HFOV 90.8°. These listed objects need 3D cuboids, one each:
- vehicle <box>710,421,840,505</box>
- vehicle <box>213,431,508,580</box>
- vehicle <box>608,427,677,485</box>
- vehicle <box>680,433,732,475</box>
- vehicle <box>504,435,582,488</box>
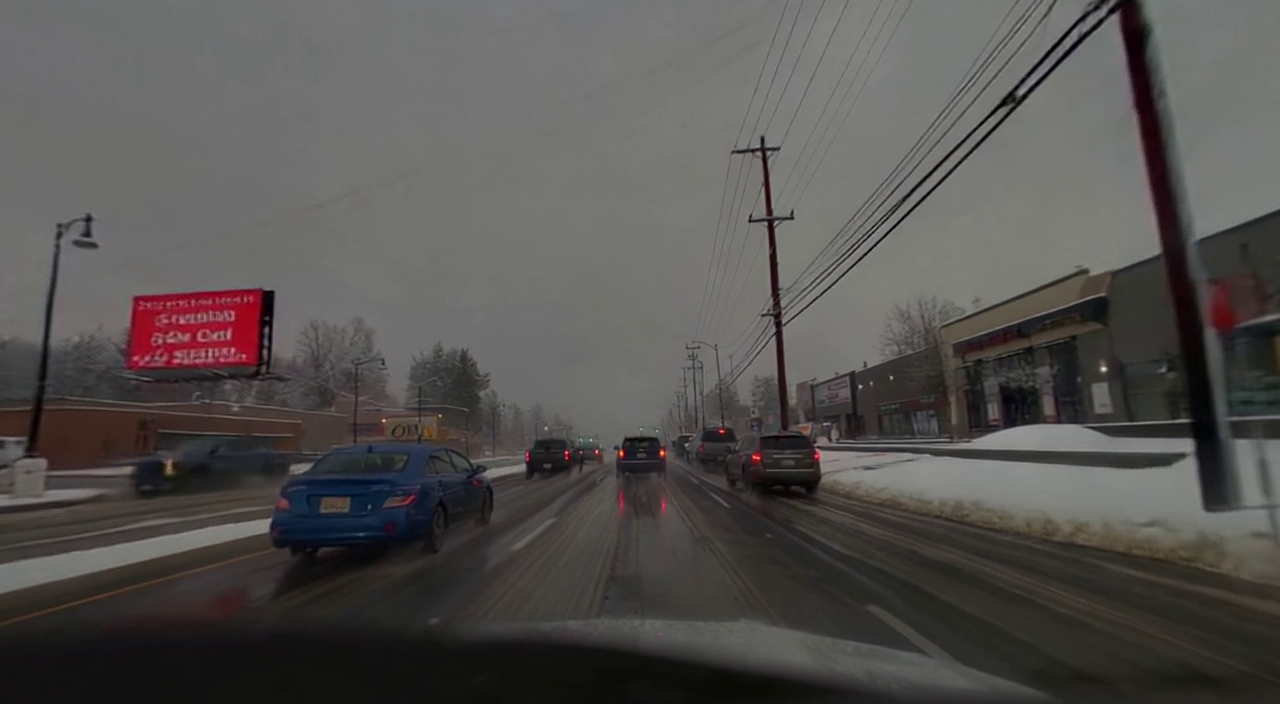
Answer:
[{"bbox_3d":[3.334,2.869,16.800,2.282,1.897,4.915,0,-8,-1],"label":"vehicle"},{"bbox_3d":[-3.322,1.890,8.732,2.022,1.498,4.471,0,-8,0],"label":"vehicle"},{"bbox_3d":[0.065,3.820,23.394,2.326,1.925,4.253,0,-8,-1],"label":"vehicle"},{"bbox_3d":[3.184,5.000,31.287,2.026,1.904,4.102,0,-8,-2],"label":"vehicle"},{"bbox_3d":[-3.227,3.728,21.838,2.051,1.671,3.861,0,-8,0],"label":"vehicle"}]
